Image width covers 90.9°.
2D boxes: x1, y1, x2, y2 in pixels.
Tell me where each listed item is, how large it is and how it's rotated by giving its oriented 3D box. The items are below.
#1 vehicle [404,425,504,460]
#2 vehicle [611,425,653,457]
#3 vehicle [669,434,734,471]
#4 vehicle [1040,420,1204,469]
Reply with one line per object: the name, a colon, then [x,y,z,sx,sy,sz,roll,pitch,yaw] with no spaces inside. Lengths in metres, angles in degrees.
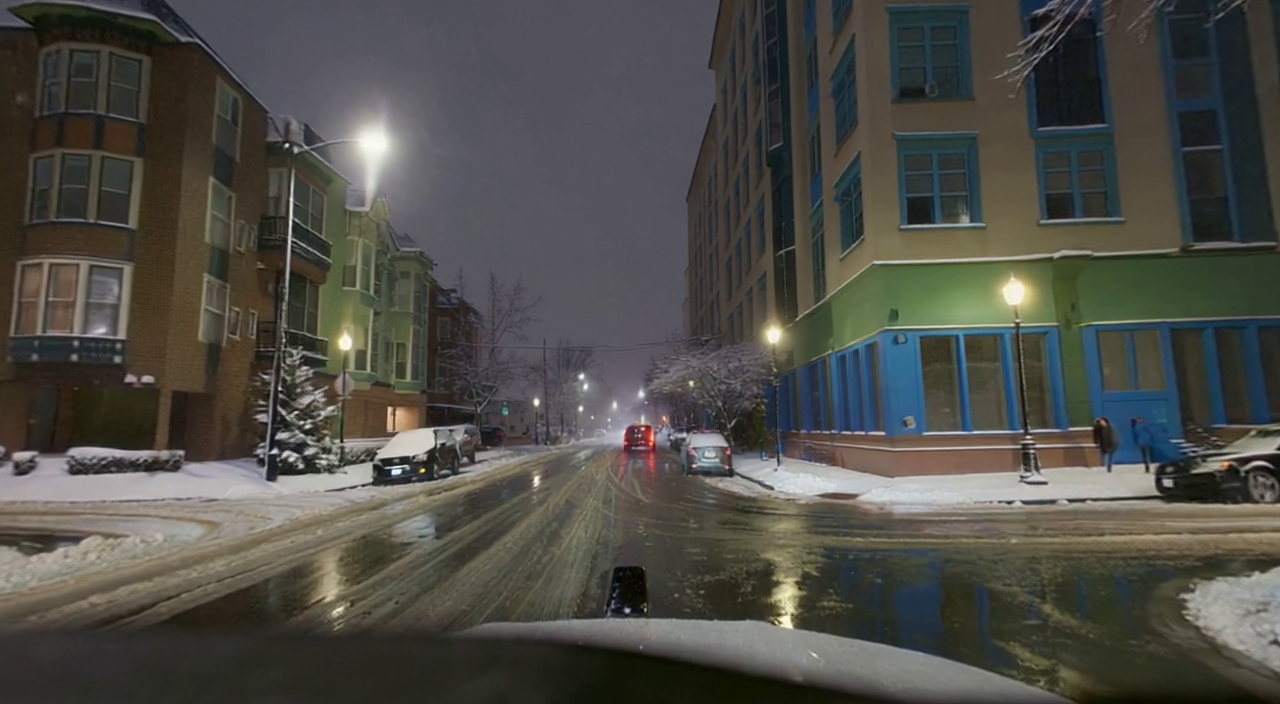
vehicle: [-11.450,5.588,38.871,5.540,1.950,2.113,4,-12,-28]
vehicle: [-0.493,5.483,38.693,2.412,1.834,4.636,0,-8,0]
vehicle: [2.514,4.299,27.068,2.290,1.456,4.503,0,-8,-1]
vehicle: [15.293,2.959,20.139,3.752,1.453,1.709,0,-9,2]
